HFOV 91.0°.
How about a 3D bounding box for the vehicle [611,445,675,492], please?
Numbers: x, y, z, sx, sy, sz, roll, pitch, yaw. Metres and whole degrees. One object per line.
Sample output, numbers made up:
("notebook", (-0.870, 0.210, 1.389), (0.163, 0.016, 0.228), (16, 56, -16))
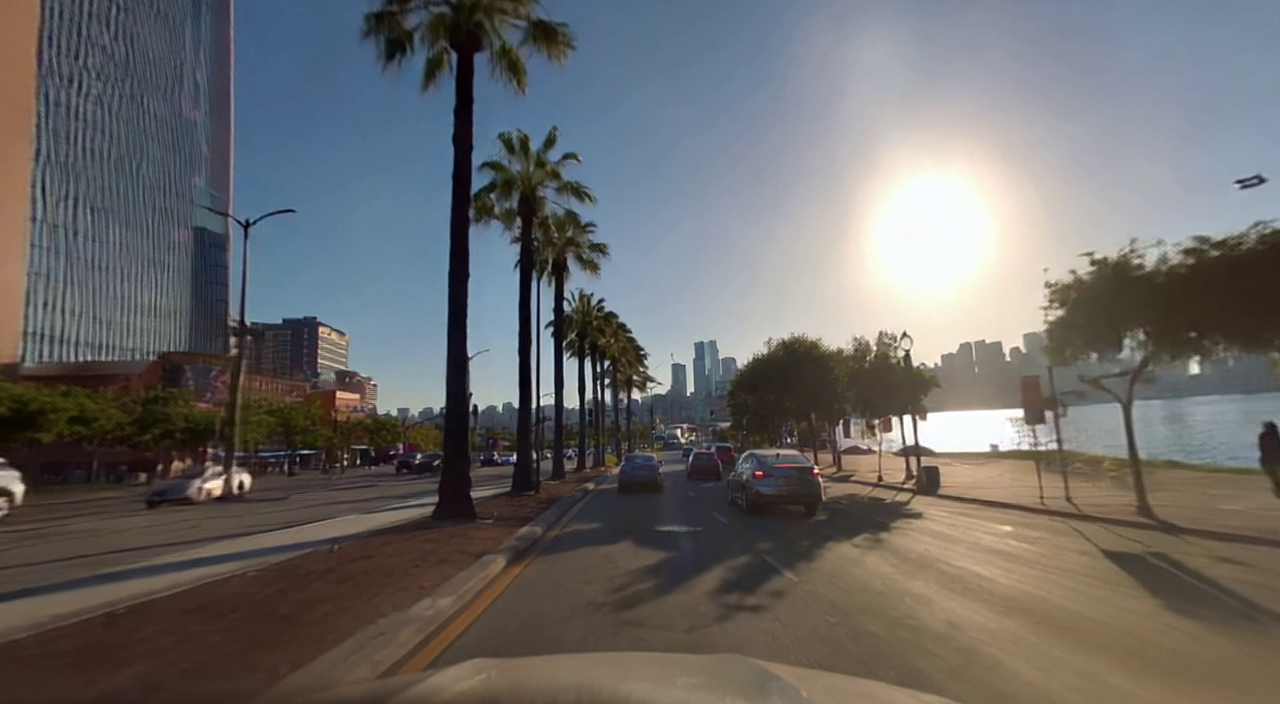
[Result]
("vehicle", (0.167, 4.056, 22.254), (2.077, 1.518, 3.760), (0, -9, 2))

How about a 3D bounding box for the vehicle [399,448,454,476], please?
("vehicle", (-15.404, 7.940, 45.711), (2.048, 1.830, 5.136), (-1, -8, 3))

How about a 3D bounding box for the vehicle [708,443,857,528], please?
("vehicle", (2.813, 2.766, 13.788), (2.051, 1.509, 4.933), (0, -9, -1))

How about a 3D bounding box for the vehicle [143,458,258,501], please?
("vehicle", (-18.203, 5.265, 26.313), (1.887, 1.569, 4.014), (0, -9, 0))
